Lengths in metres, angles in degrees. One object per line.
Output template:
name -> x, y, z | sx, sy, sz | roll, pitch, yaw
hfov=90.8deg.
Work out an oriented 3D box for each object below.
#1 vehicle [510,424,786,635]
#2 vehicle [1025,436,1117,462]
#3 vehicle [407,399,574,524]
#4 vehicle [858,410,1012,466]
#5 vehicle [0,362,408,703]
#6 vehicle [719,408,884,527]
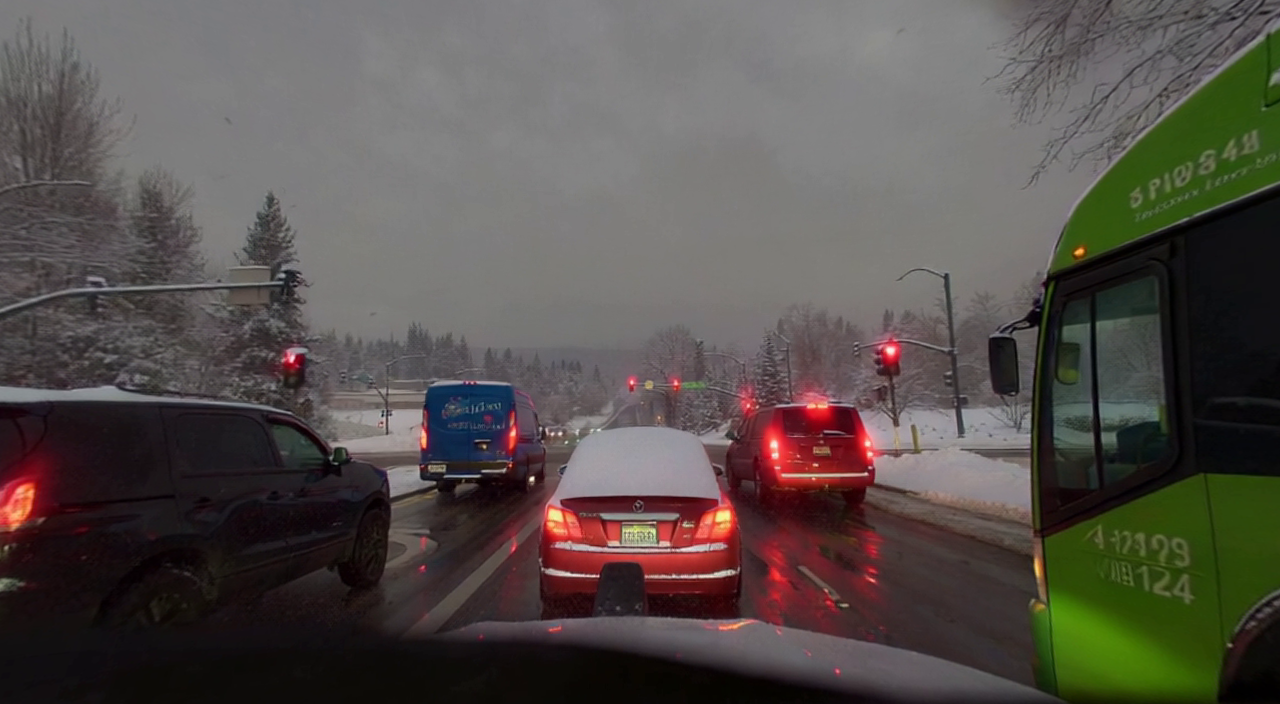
vehicle -> 0.048, 1.547, 6.415 | 1.976, 1.485, 3.624 | 0, -8, 0
vehicle -> 25.873, 5.834, 37.996 | 4.229, 1.489, 1.794 | 0, -8, -1
vehicle -> -2.952, 2.351, 13.962 | 2.335, 2.221, 5.165 | 0, -8, 1
vehicle -> 17.571, 5.143, 37.929 | 7.839, 3.213, 2.628 | 0, -9, -3
vehicle -> -3.419, 1.179, 4.631 | 1.921, 1.701, 3.989 | 0, -8, -1
vehicle -> 3.130, 2.403, 13.682 | 2.143, 2.036, 5.367 | 0, -8, 0
